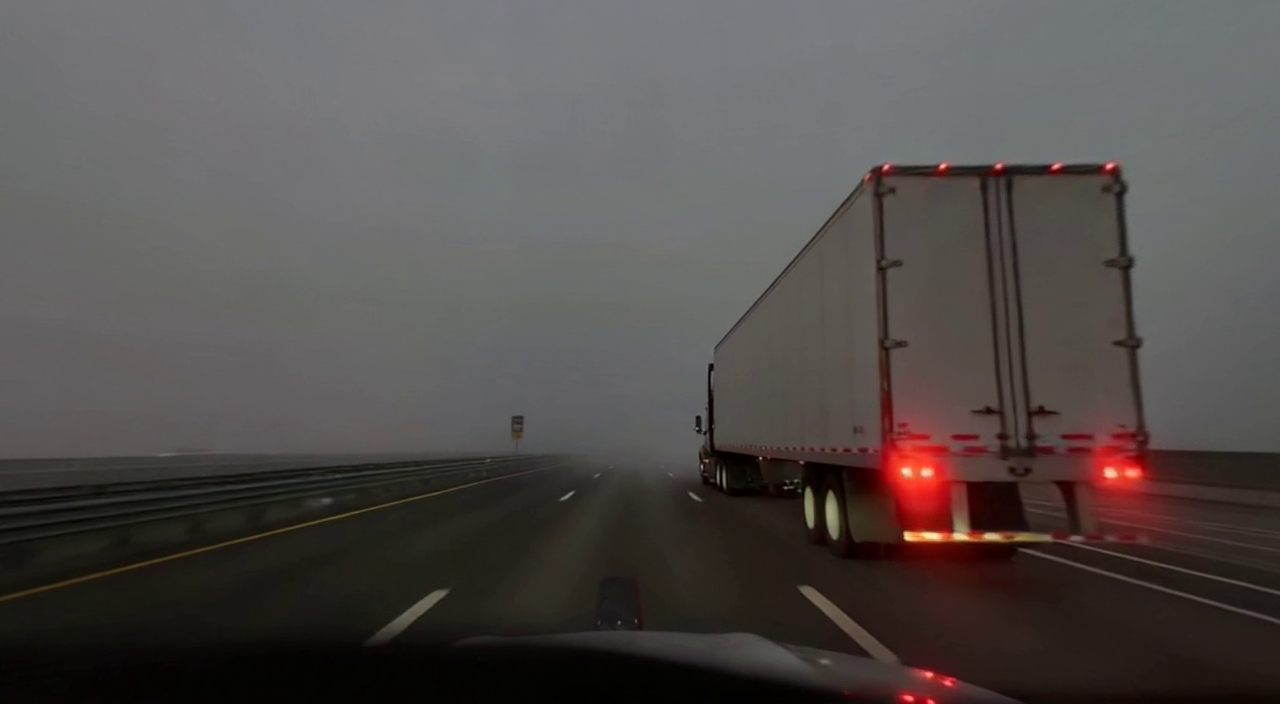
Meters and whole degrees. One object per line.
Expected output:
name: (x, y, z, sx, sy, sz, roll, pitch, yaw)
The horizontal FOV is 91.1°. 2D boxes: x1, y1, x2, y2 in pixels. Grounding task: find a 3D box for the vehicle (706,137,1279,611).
vehicle: (3.806, 1.192, 12.503, 3.244, 4.020, 14.561, 0, -9, -1)
